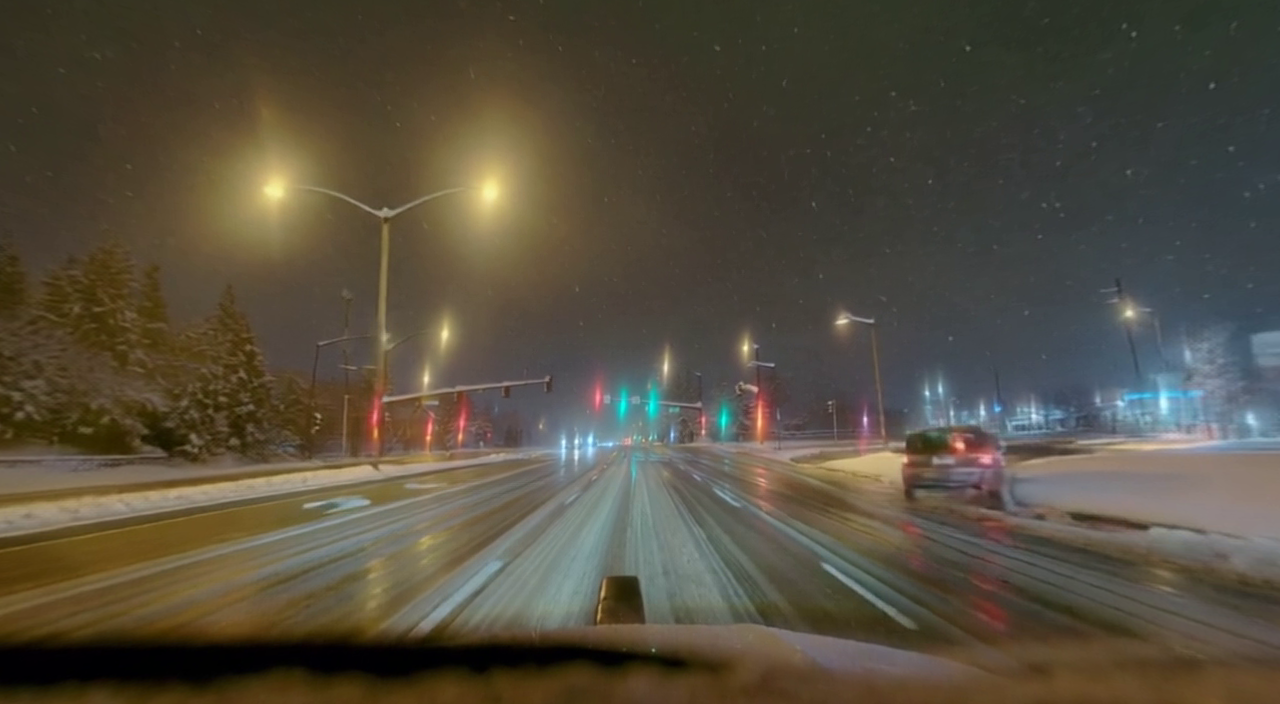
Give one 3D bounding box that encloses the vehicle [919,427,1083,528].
[{"bbox_3d":[6.555,2.226,11.959,2.113,1.470,4.867,-4,-9,25],"label":"vehicle"}]
